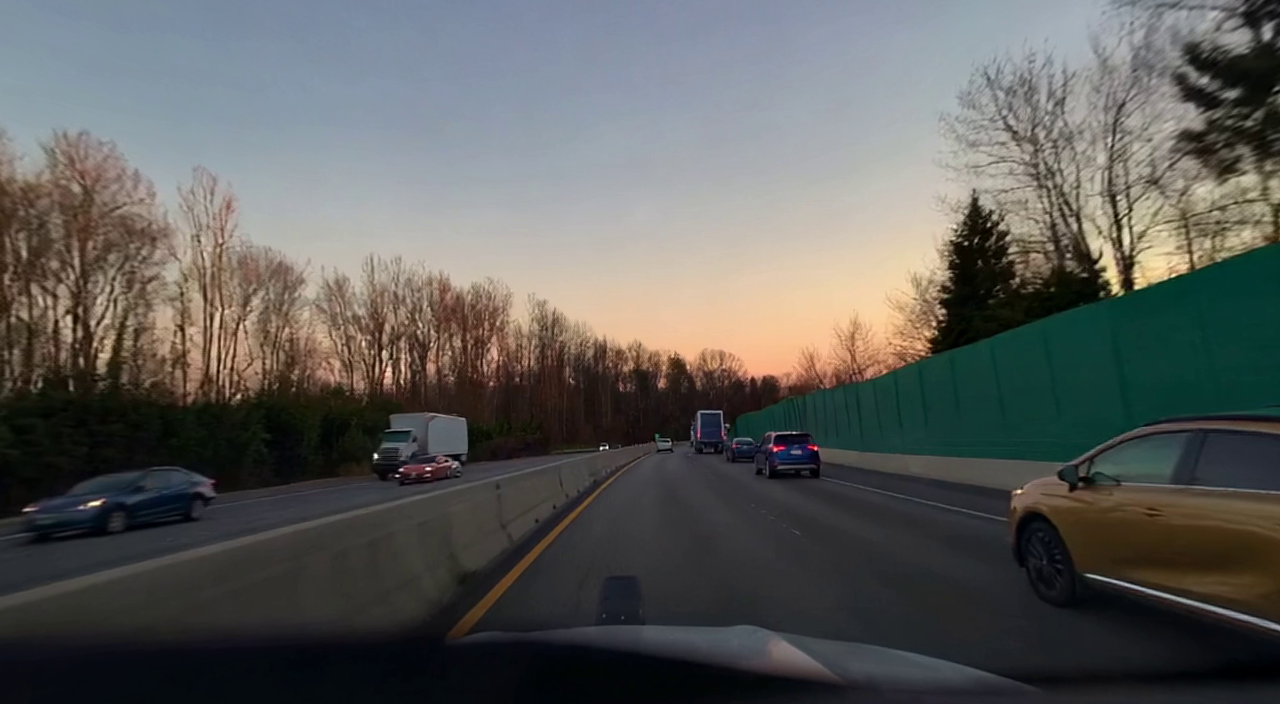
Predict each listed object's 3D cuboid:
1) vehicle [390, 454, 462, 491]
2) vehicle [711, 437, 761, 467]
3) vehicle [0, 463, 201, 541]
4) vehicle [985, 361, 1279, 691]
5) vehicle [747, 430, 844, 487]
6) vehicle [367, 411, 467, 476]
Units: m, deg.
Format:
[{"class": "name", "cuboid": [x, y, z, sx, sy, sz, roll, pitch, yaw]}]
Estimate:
[{"class": "vehicle", "cuboid": [-9.577, 5.421, 28.569, 1.804, 1.447, 4.181, 0, -8, -1]}, {"class": "vehicle", "cuboid": [5.017, 5.281, 33.565, 2.000, 1.473, 4.440, 0, -8, 0]}, {"class": "vehicle", "cuboid": [-13.261, 3.604, 15.661, 1.884, 1.506, 3.990, 1, -8, -2]}, {"class": "vehicle", "cuboid": [4.347, 0.966, 3.706, 2.110, 1.684, 4.390, 0, -8, 0]}, {"class": "vehicle", "cuboid": [4.624, 3.217, 19.361, 1.940, 1.539, 4.005, 0, -8, 0]}, {"class": "vehicle", "cuboid": [-14.140, 5.943, 41.033, 2.992, 3.720, 9.676, 0, -8, -1]}]
